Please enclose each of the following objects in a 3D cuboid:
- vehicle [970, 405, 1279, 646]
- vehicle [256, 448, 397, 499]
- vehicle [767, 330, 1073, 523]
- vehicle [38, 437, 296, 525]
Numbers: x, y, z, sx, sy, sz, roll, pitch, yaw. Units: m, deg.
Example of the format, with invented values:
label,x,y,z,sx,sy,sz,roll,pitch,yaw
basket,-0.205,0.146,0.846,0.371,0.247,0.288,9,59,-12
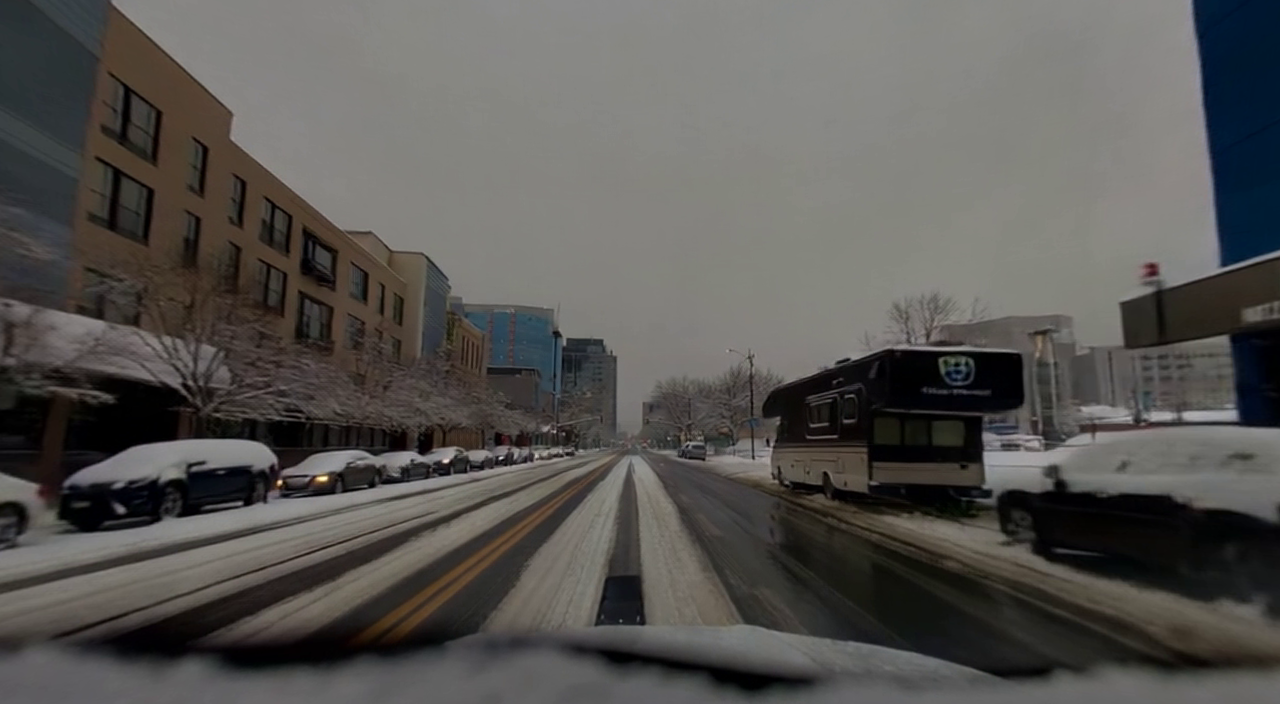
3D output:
label,x,y,z,sx,sy,sz,roll,pitch,yaw
vehicle,5.904,1.554,6.453,2.154,1.804,5.341,0,-8,0
vehicle,-10.022,3.890,20.754,2.078,1.427,4.900,0,-8,0
vehicle,6.032,2.020,16.337,3.102,3.473,9.734,0,-8,-2
vehicle,-10.021,2.723,14.006,2.276,1.597,4.421,0,-8,0
